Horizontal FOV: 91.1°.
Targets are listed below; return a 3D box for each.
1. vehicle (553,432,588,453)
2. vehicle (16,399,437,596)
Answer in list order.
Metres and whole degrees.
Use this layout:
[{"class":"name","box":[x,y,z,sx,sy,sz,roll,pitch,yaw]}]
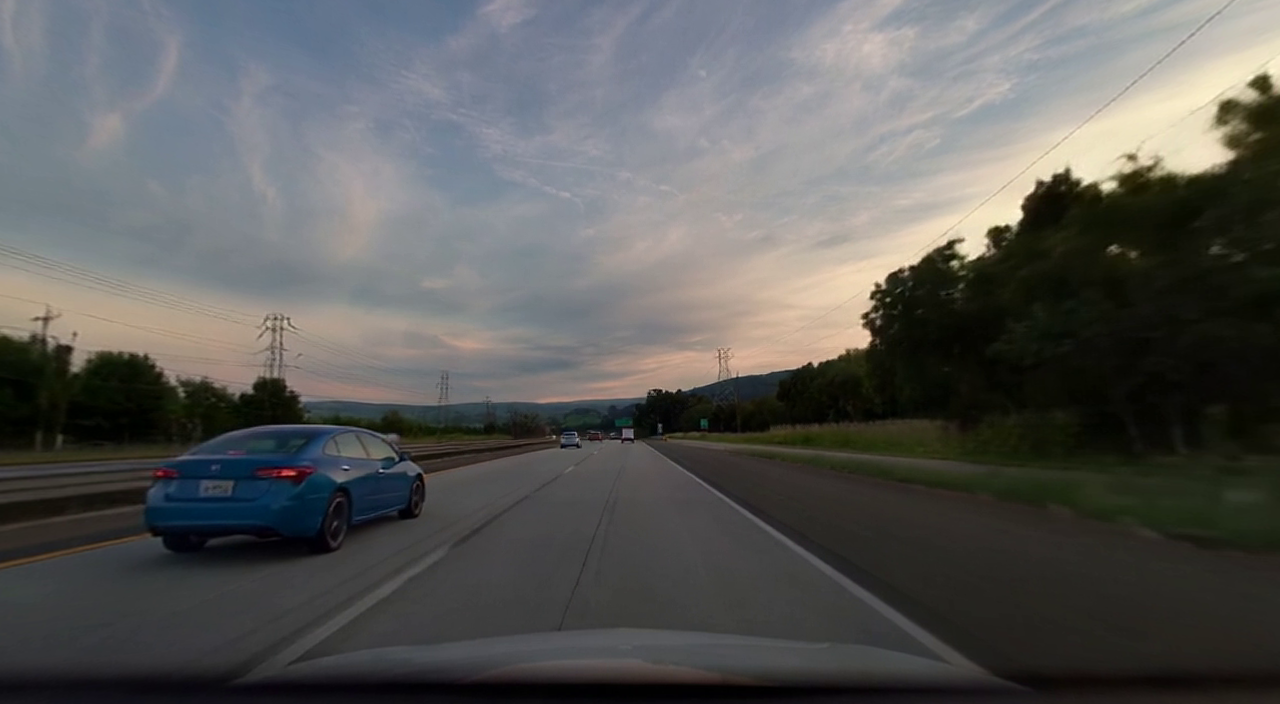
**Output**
[{"class":"vehicle","box":[-5.060,6.674,46.456,2.080,1.478,4.347,0,-8,0]},{"class":"vehicle","box":[-4.050,1.463,7.294,2.023,1.580,4.259,0,-8,-1]}]
